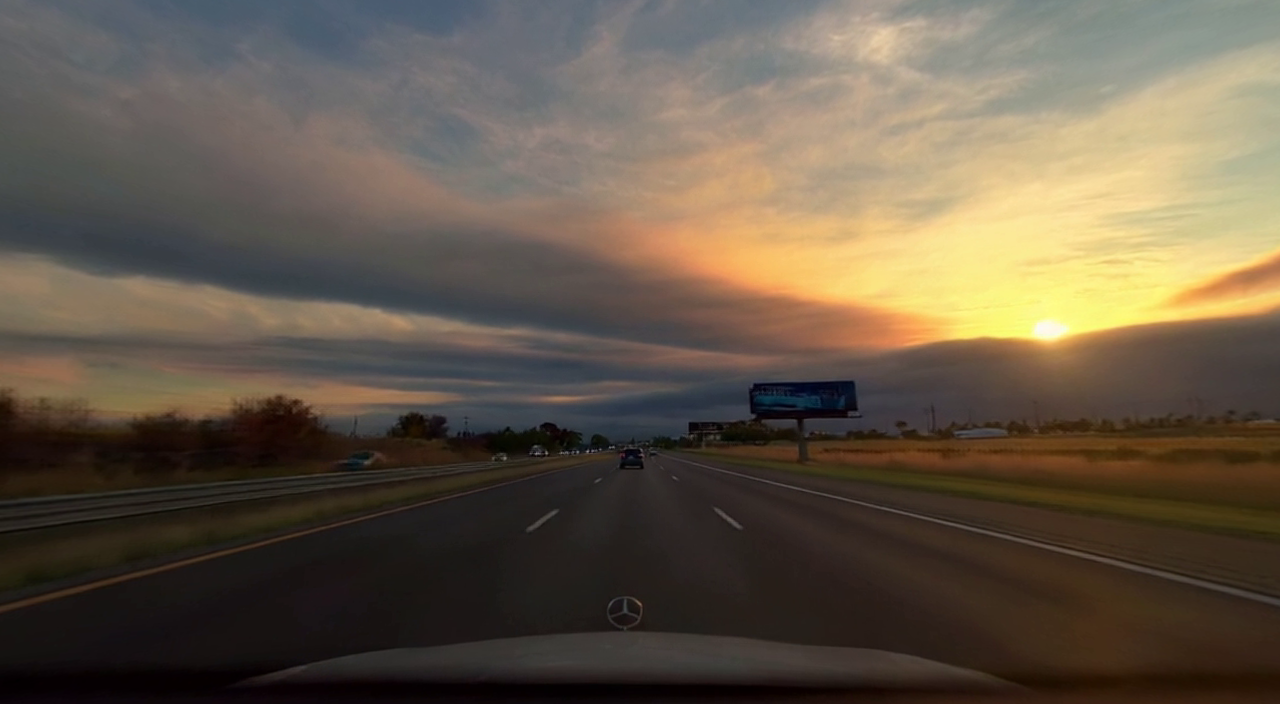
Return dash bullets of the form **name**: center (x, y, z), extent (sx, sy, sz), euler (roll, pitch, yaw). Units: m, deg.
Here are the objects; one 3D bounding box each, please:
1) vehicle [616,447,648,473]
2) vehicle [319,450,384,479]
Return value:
- **vehicle**: center (-0.489, 6.757, 39.438), extent (1.916, 1.494, 4.335), euler (0, -9, 0)
- **vehicle**: center (-18.074, 7.045, 39.689), extent (1.975, 1.674, 4.661), euler (0, -9, -1)
